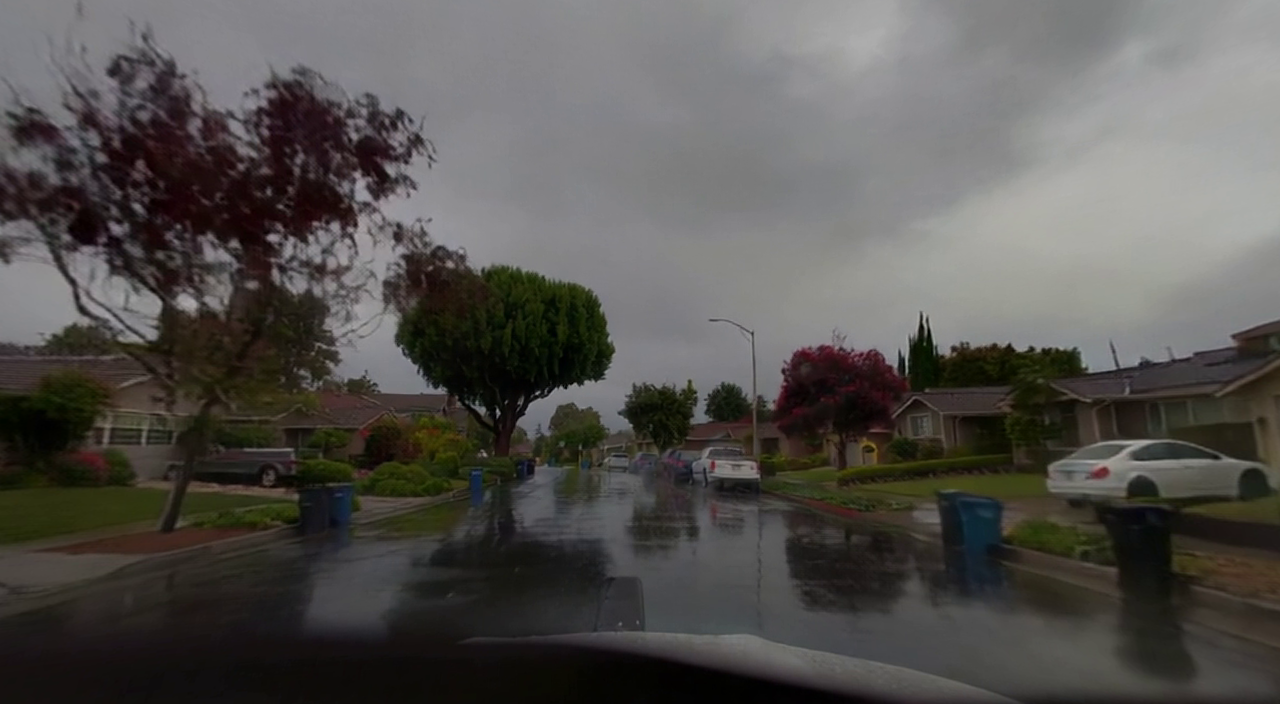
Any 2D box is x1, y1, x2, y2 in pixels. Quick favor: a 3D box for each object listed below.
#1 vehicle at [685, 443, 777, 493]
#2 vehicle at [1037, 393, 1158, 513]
[{"bbox_3d":[3.854,5.112,28.180,2.715,1.900,6.163,2,-9,-5],"label":"vehicle"},{"bbox_3d":[9.864,2.157,13.663,1.820,2.366,1.453,-7,-11,37],"label":"vehicle"}]
